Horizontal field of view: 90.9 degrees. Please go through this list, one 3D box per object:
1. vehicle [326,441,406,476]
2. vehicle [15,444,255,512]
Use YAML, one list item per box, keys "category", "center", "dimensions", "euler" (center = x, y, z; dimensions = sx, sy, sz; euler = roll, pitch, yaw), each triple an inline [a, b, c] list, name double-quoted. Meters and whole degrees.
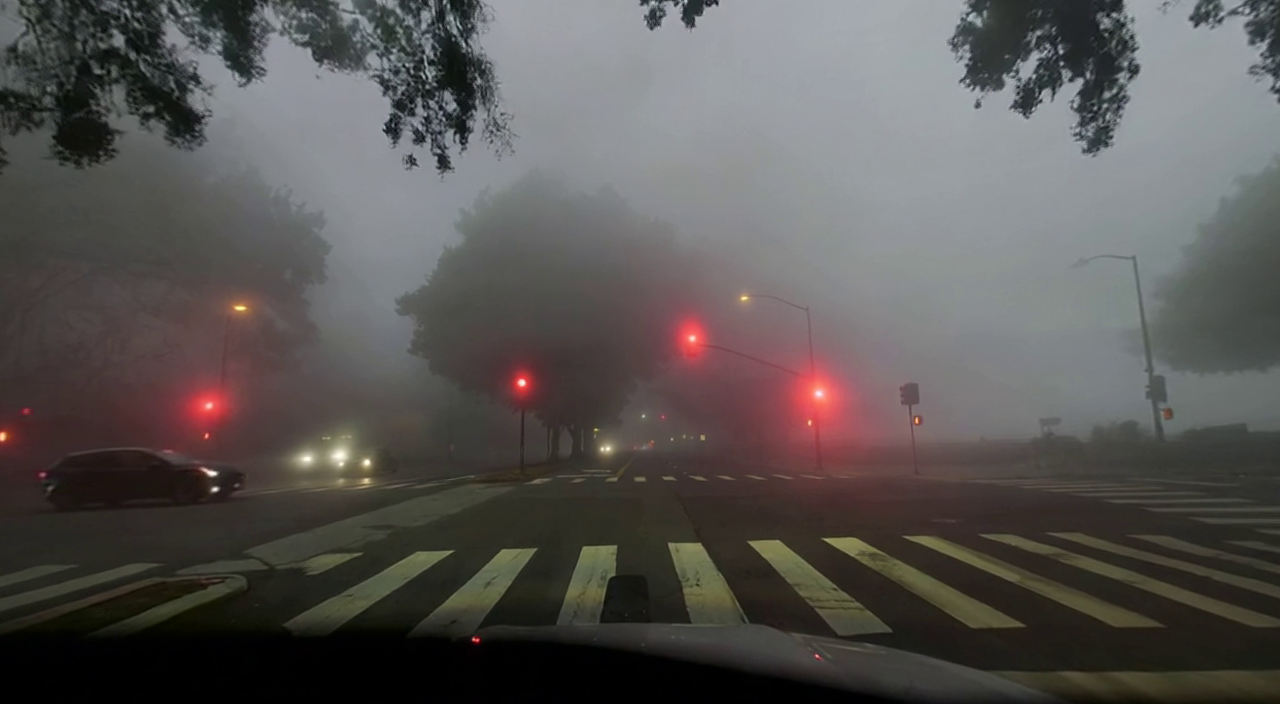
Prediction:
- category: "vehicle"
  center: [-14.859, 5.802, 34.519]
  dimensions: [2.169, 1.753, 4.640]
  euler: [0, -8, 1]
- category: "vehicle"
  center: [-13.588, 3.377, 17.390]
  dimensions: [4.569, 1.658, 2.153]
  euler: [2, -9, -18]
